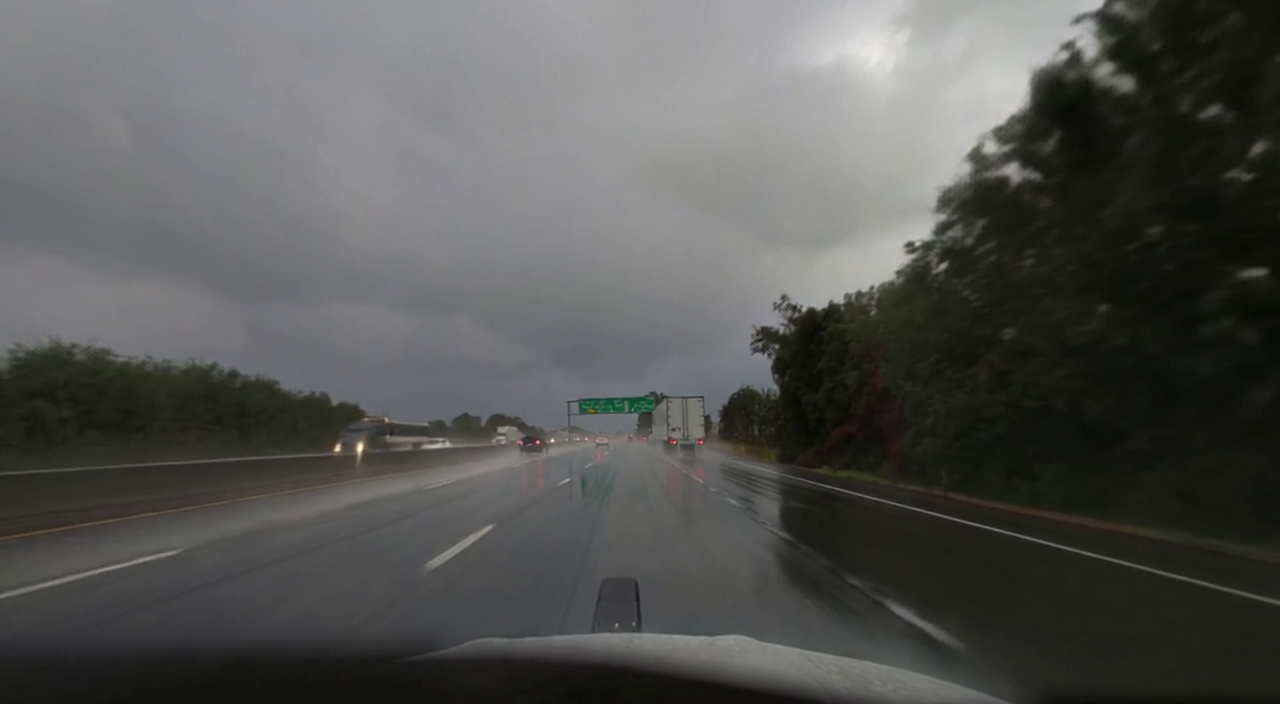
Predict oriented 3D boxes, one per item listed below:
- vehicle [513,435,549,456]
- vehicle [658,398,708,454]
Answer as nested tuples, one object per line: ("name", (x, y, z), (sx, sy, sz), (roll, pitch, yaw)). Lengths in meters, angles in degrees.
("vehicle", (-8.065, 6.952, 46.935), (2.018, 1.454, 4.290), (0, -8, -1))
("vehicle", (3.074, 5.745, 48.513), (2.760, 3.710, 12.230), (0, -7, -1))
